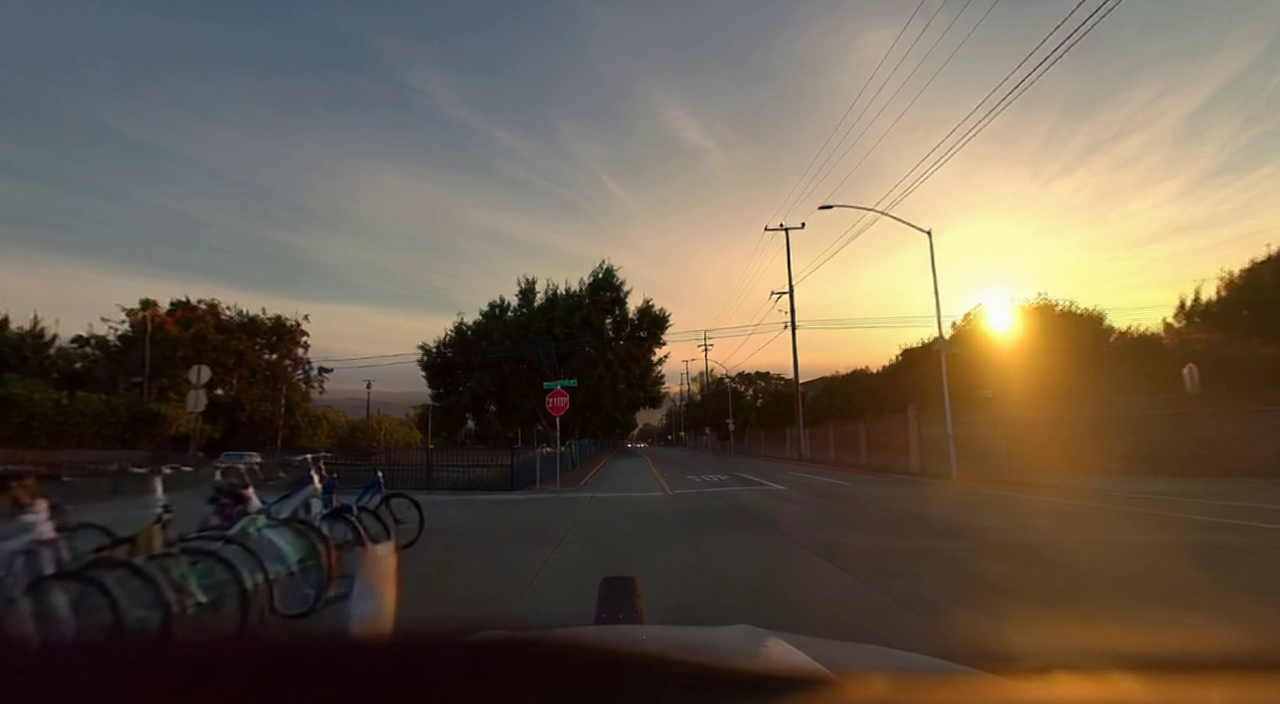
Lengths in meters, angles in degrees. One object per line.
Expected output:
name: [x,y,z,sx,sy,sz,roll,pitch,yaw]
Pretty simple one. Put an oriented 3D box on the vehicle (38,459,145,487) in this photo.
vehicle: [-33.551,7.383,38.733,4.569,1.558,1.903,0,-9,-5]
